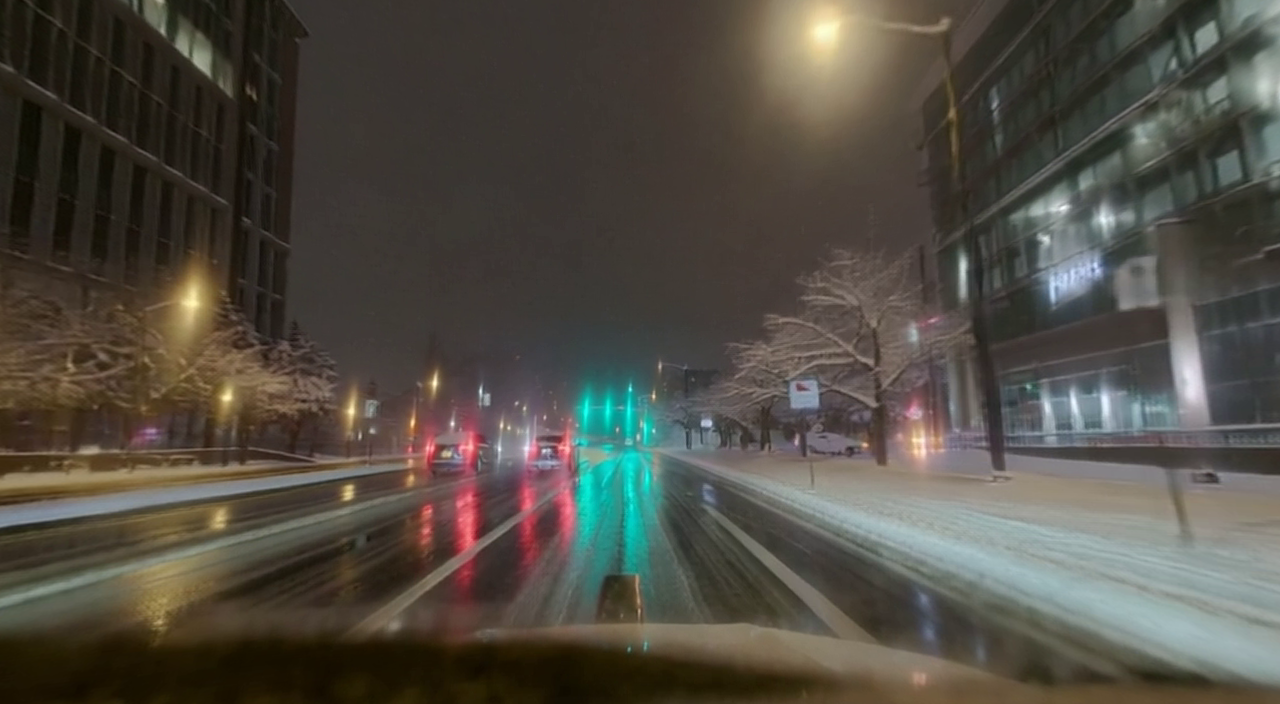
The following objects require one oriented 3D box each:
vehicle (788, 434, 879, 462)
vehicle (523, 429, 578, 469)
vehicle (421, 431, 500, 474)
[{"bbox_3d":[10.782,5.382,35.450,4.513,1.541,1.948,-1,-8,5],"label":"vehicle"},{"bbox_3d":[-4.166,4.599,30.112,2.052,1.729,4.195,0,-8,-1],"label":"vehicle"},{"bbox_3d":[-7.160,4.051,25.689,1.909,1.605,4.561,0,-8,0],"label":"vehicle"}]
